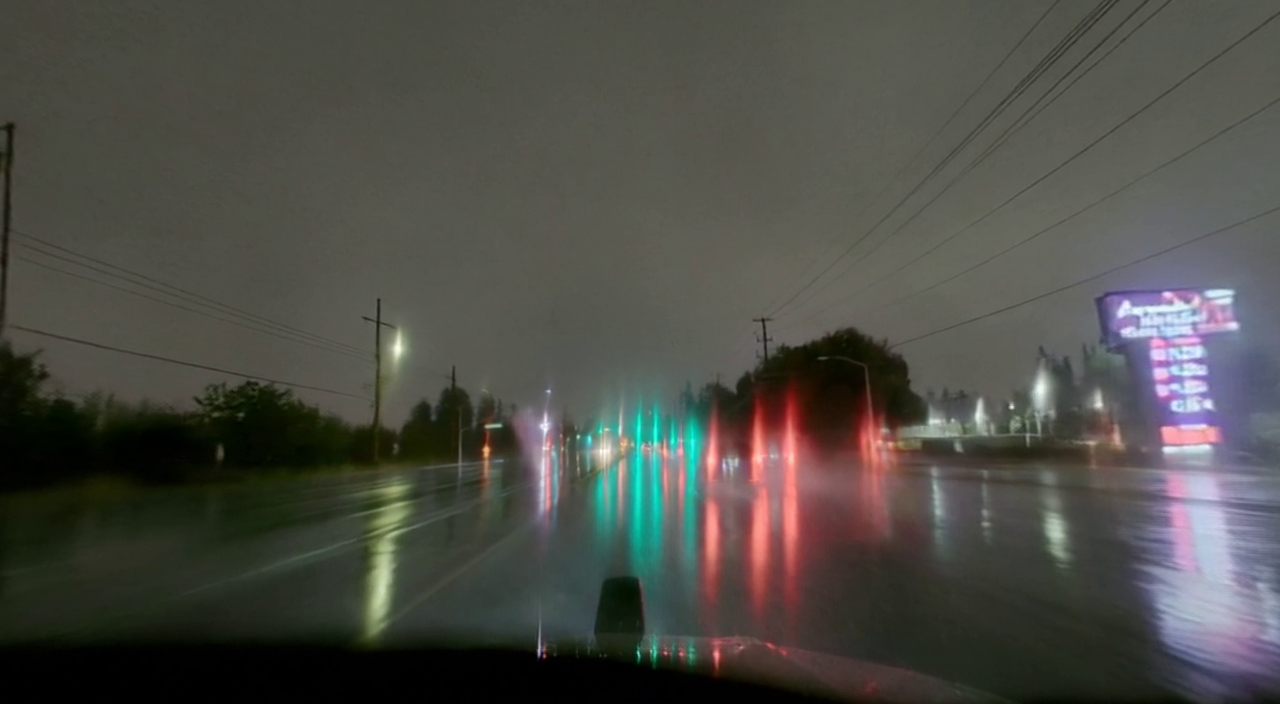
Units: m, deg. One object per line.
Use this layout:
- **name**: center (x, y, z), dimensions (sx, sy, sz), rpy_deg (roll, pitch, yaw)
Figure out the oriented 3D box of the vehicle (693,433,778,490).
- **vehicle**: center (3.010, 3.576, 20.866), dimensions (2.078, 1.668, 4.078), rpy_deg (0, -9, -1)
